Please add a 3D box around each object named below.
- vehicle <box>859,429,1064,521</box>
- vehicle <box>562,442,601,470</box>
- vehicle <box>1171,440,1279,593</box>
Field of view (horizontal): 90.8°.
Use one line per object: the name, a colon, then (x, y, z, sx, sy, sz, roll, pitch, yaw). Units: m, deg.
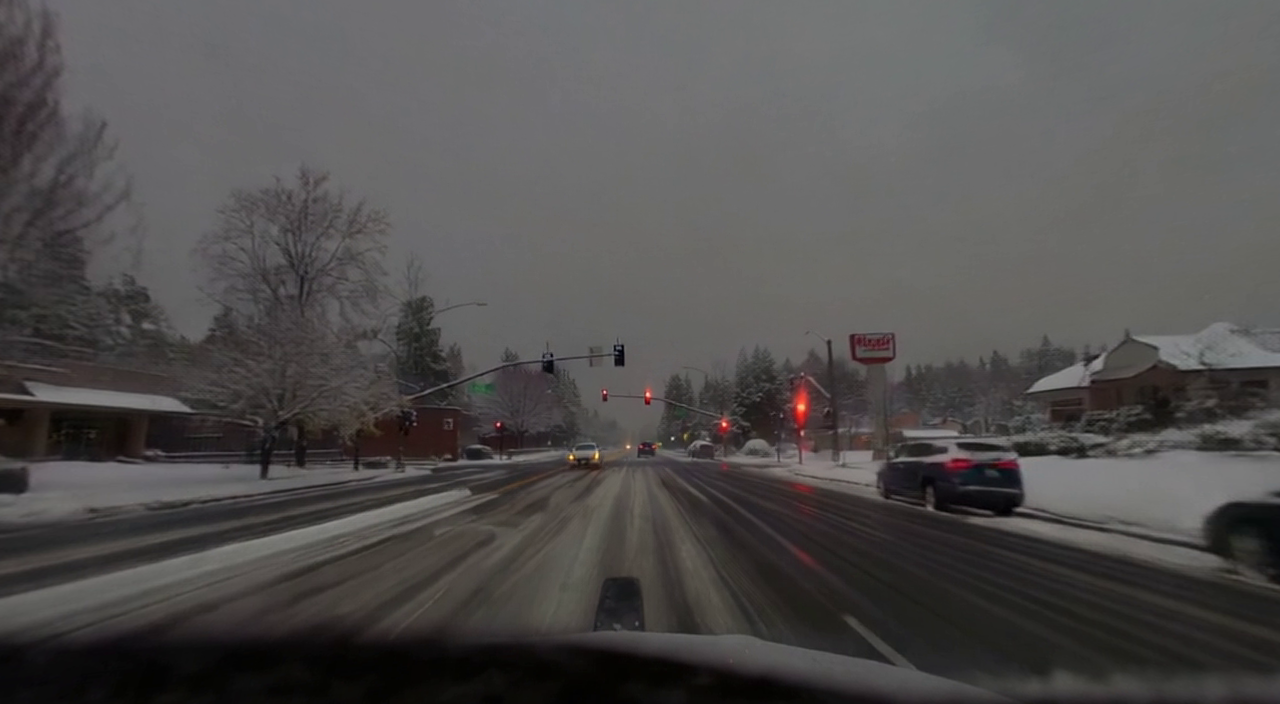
vehicle: (7.232, 2.794, 15.028, 2.132, 1.793, 5.003, 0, -8, -1)
vehicle: (-3.315, 6.004, 36.636, 1.915, 1.553, 3.846, 0, -8, 0)
vehicle: (7.193, 1.423, 4.958, 1.922, 1.473, 4.738, 0, -8, 0)
